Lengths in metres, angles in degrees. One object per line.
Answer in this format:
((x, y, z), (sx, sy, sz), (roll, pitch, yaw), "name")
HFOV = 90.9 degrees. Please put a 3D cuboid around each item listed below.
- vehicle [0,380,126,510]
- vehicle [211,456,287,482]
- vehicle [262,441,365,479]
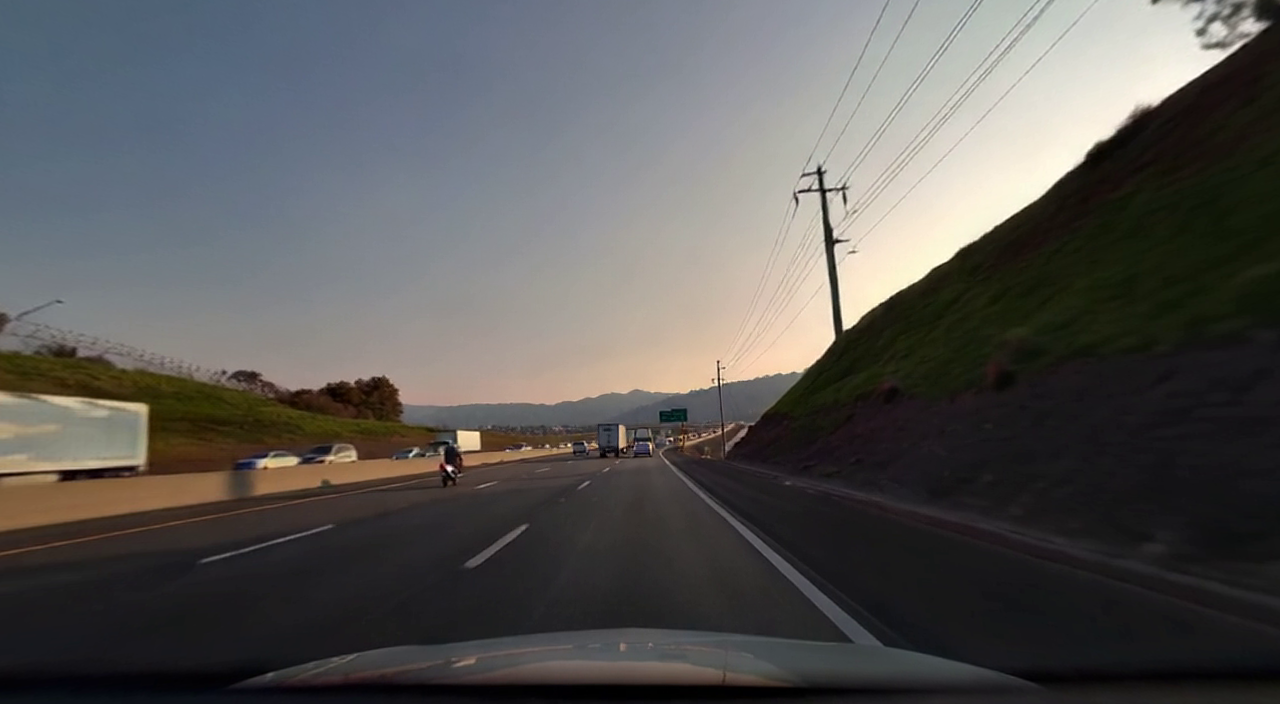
((-20.936, 2.873, 19.430), (2.897, 3.919, 8.383), (0, -8, 0), "vehicle")
((-24.544, 7.338, 39.818), (1.807, 1.477, 4.711), (0, -8, 0), "vehicle")
((-17.221, 5.695, 33.705), (2.334, 1.816, 5.715), (0, -8, 1), "vehicle")
